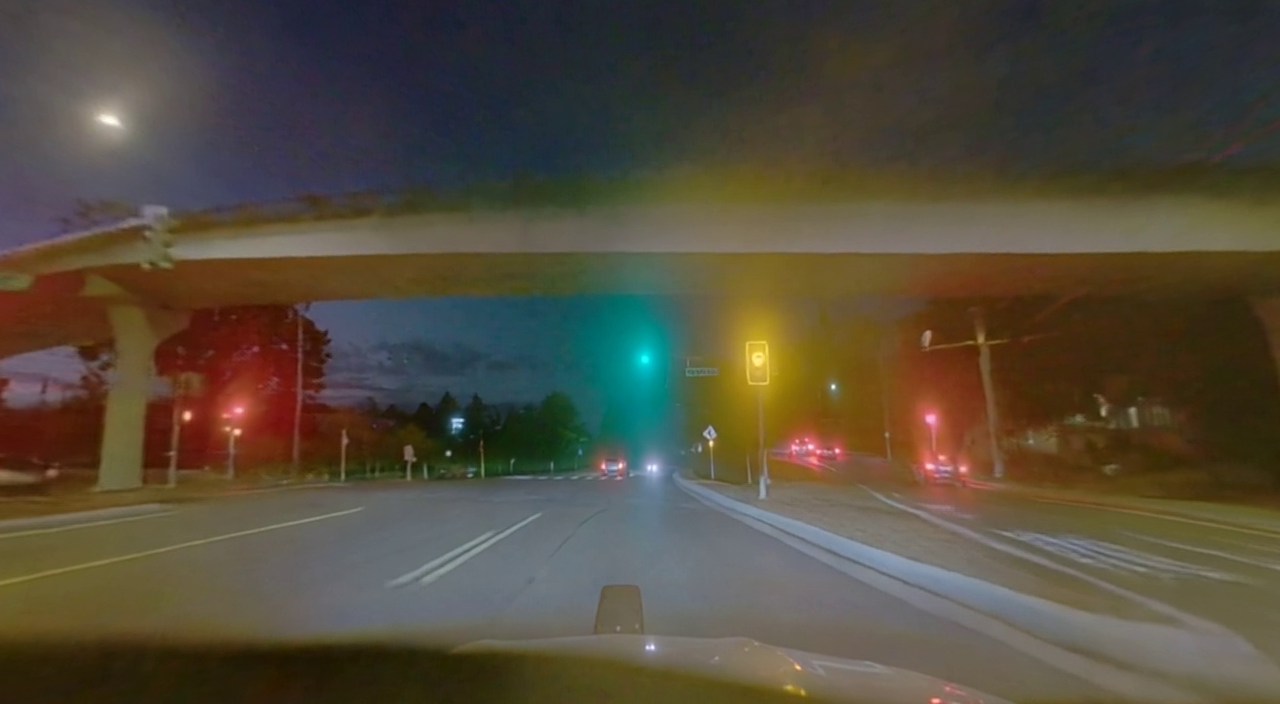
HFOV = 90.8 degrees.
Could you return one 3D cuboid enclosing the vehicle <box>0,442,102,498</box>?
[{"bbox_3d":[-19.525,3.583,19.414,3.877,1.623,2.049,2,-9,-9],"label":"vehicle"}]
